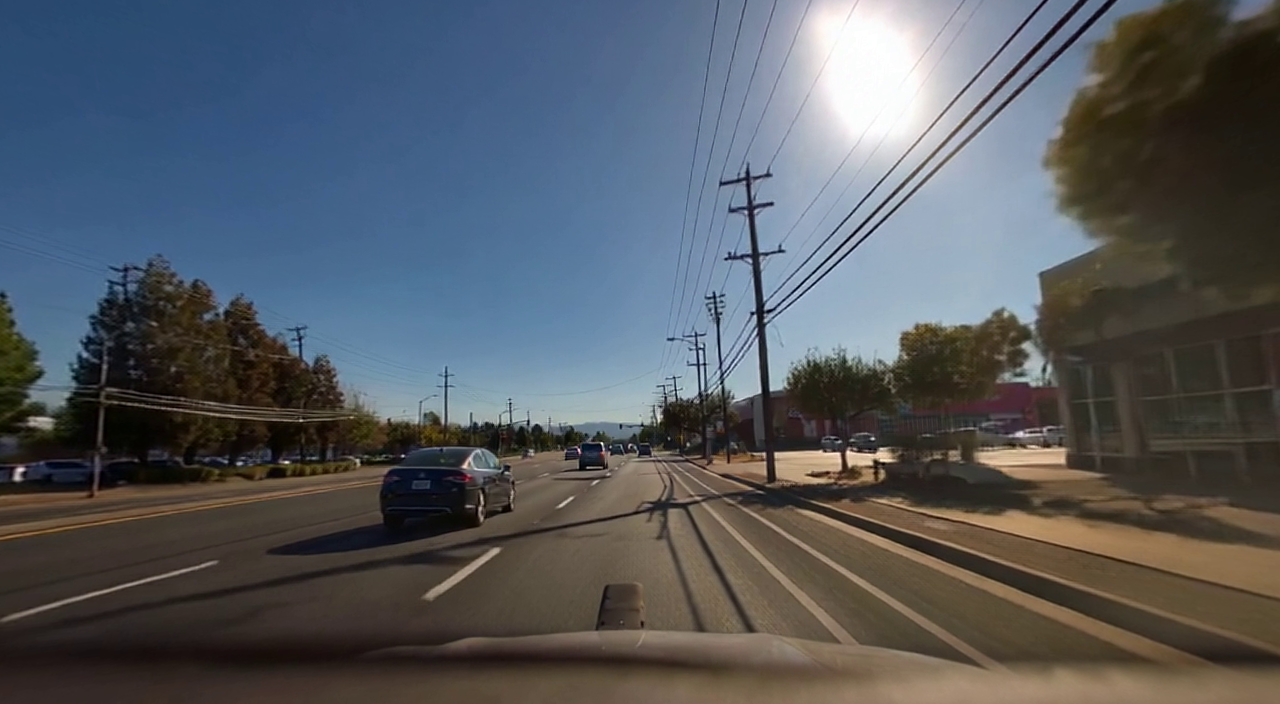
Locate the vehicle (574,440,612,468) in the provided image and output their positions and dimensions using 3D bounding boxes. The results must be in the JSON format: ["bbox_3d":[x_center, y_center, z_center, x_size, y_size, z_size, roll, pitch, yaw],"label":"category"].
[{"bbox_3d":[-3.072,6.772,41.813,2.087,1.736,4.311,0,-9,1],"label":"vehicle"}]

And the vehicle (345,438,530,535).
[{"bbox_3d":[-3.530,2.428,12.016,1.942,1.469,4.426,0,-9,2],"label":"vehicle"}]

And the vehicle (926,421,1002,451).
[{"bbox_3d":[23.030,6.021,45.056,2.266,1.951,5.849,2,-8,-1],"label":"vehicle"}]

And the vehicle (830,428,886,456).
[{"bbox_3d":[17.191,7.111,49.598,4.319,1.812,2.020,2,-11,-39],"label":"vehicle"}]

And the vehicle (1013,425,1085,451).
[{"bbox_3d":[28.961,6.110,44.757,1.985,1.739,4.397,1,-8,-4],"label":"vehicle"}]

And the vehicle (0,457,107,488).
[{"bbox_3d":[-40.275,8.119,42.619,5.876,1.927,2.237,5,-10,-26],"label":"vehicle"}]
